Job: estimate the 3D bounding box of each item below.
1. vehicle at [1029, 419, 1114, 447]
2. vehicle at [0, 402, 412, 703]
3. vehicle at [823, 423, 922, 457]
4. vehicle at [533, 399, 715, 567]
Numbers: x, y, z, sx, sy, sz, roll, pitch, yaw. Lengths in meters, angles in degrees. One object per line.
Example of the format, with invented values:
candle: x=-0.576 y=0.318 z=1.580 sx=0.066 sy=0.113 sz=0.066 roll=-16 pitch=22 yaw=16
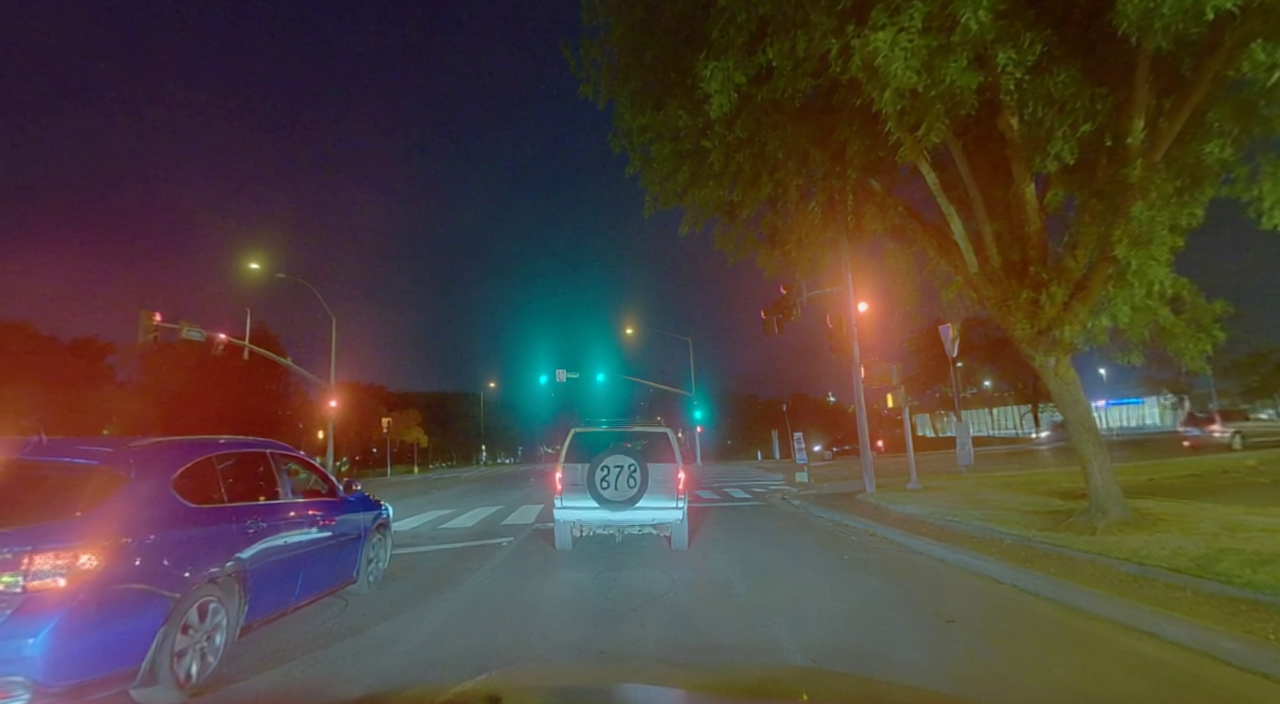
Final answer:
vehicle: x=24.804 y=4.668 z=36.307 sx=3.830 sy=1.545 sz=2.006 roll=3 pitch=-9 yaw=-19
vehicle: x=-3.381 y=1.264 z=4.549 sx=2.011 sy=1.527 sz=4.008 roll=0 pitch=-8 yaw=-1
vehicle: x=12.917 y=4.903 z=35.137 sx=4.872 sy=1.806 sz=2.107 roll=3 pitch=-9 yaw=-20
vehicle: x=-0.182 y=1.796 z=9.345 sx=2.059 sy=1.877 sz=4.249 roll=0 pitch=-8 yaw=0
